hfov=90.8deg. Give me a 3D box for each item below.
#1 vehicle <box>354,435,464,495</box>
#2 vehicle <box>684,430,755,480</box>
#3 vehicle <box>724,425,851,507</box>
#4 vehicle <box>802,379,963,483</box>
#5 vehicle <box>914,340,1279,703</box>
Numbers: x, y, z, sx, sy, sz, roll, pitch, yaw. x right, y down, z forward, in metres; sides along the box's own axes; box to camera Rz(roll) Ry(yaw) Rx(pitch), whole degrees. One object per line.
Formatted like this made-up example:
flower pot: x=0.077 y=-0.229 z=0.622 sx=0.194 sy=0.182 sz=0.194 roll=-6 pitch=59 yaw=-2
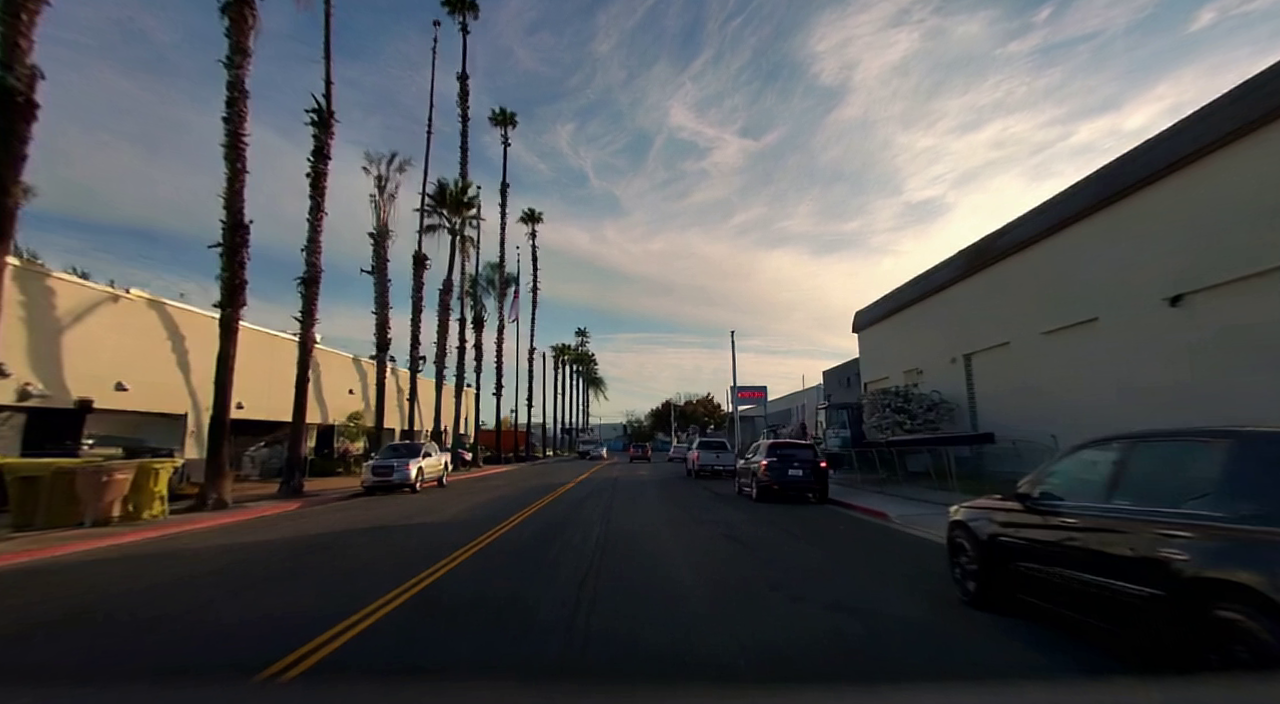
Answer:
vehicle: x=-8.187 y=4.056 z=23.074 sx=2.105 sy=1.836 sz=5.338 roll=-2 pitch=-9 yaw=-1
vehicle: x=3.403 y=4.603 z=28.459 sx=2.345 sy=1.969 sz=6.070 roll=0 pitch=-9 yaw=-1
vehicle: x=3.629 y=2.917 z=16.604 sx=2.098 sy=1.816 sz=4.709 roll=0 pitch=-9 yaw=-1
vehicle: x=7.988 y=2.827 z=21.987 sx=2.993 sy=3.033 sz=6.781 roll=0 pitch=-9 yaw=1
vehicle: x=3.661 y=0.964 z=3.318 sx=2.069 sy=1.784 sz=5.384 roll=0 pitch=-9 yaw=1
